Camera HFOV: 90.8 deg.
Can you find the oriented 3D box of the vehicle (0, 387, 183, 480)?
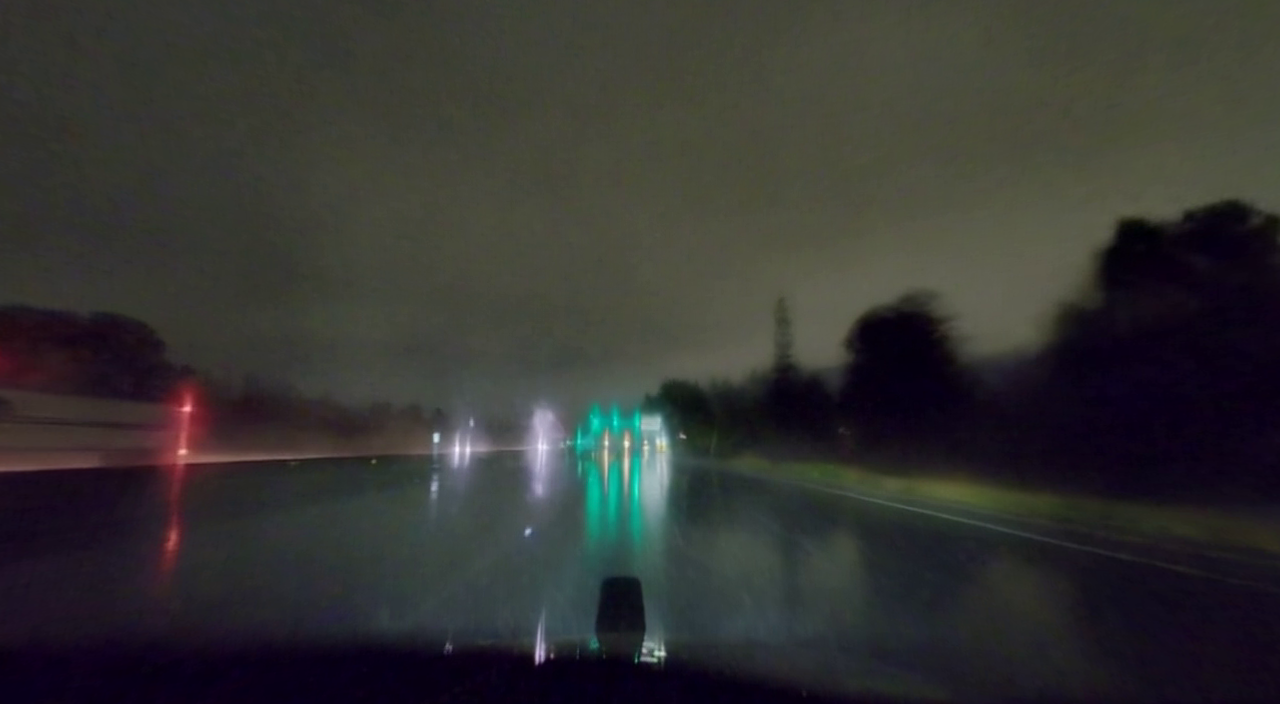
[{"bbox_3d":[-30.263,4.279,32.270,2.921,4.130,14.945,2,-9,-2],"label":"vehicle"}]
